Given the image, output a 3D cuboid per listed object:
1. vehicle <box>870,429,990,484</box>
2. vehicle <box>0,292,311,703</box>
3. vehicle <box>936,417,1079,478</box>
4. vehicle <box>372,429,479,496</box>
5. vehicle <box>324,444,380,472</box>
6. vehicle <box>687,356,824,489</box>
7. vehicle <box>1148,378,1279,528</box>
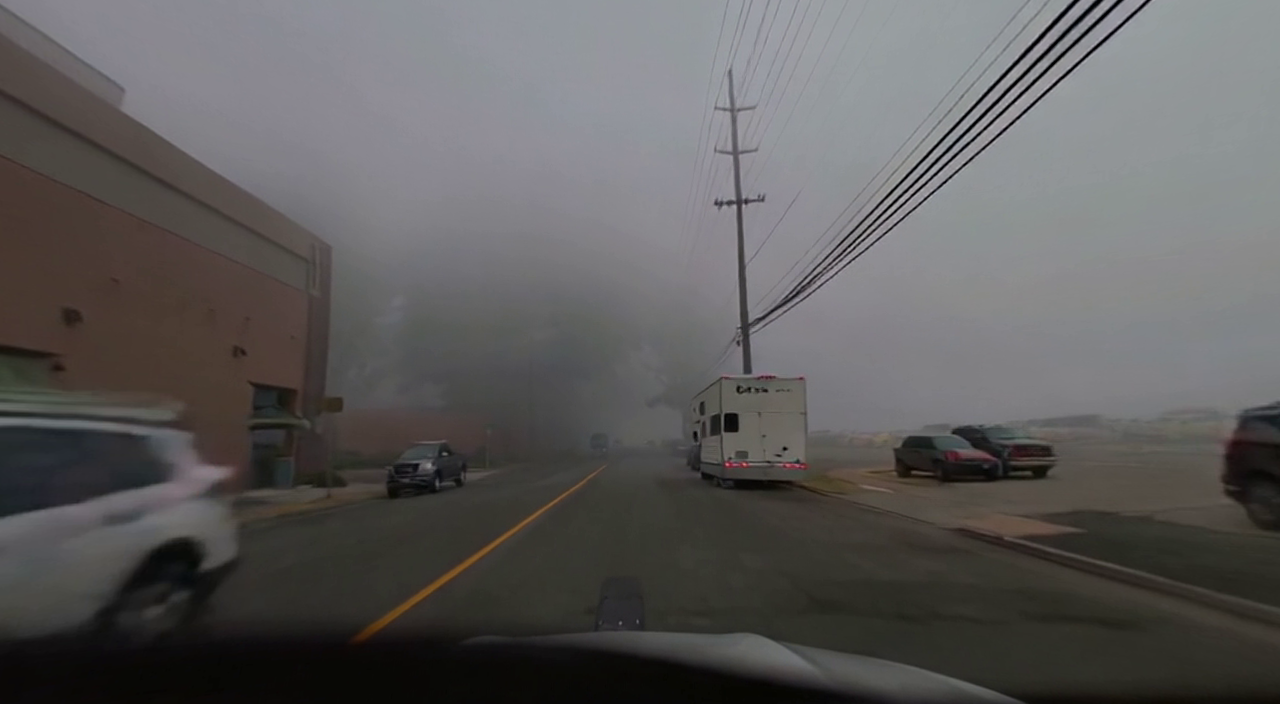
[{"bbox_3d":[9.634,3.501,21.448,2.039,1.662,4.304,0,-8,1],"label":"vehicle"},{"bbox_3d":[-3.732,0.758,2.428,2.307,1.998,4.734,0,-8,1],"label":"vehicle"},{"bbox_3d":[12.266,3.234,21.548,2.022,1.849,4.509,0,-8,-2],"label":"vehicle"},{"bbox_3d":[-7.920,4.129,23.944,2.177,2.075,5.427,-4,-9,0],"label":"vehicle"},{"bbox_3d":[-17.699,6.495,38.962,1.740,1.535,3.860,-4,-9,-1],"label":"vehicle"},{"bbox_3d":[3.846,2.829,23.386,3.029,3.860,7.726,-5,-10,-3],"label":"vehicle"},{"bbox_3d":[9.415,1.256,7.865,2.111,1.939,4.756,0,-8,-1],"label":"vehicle"}]
